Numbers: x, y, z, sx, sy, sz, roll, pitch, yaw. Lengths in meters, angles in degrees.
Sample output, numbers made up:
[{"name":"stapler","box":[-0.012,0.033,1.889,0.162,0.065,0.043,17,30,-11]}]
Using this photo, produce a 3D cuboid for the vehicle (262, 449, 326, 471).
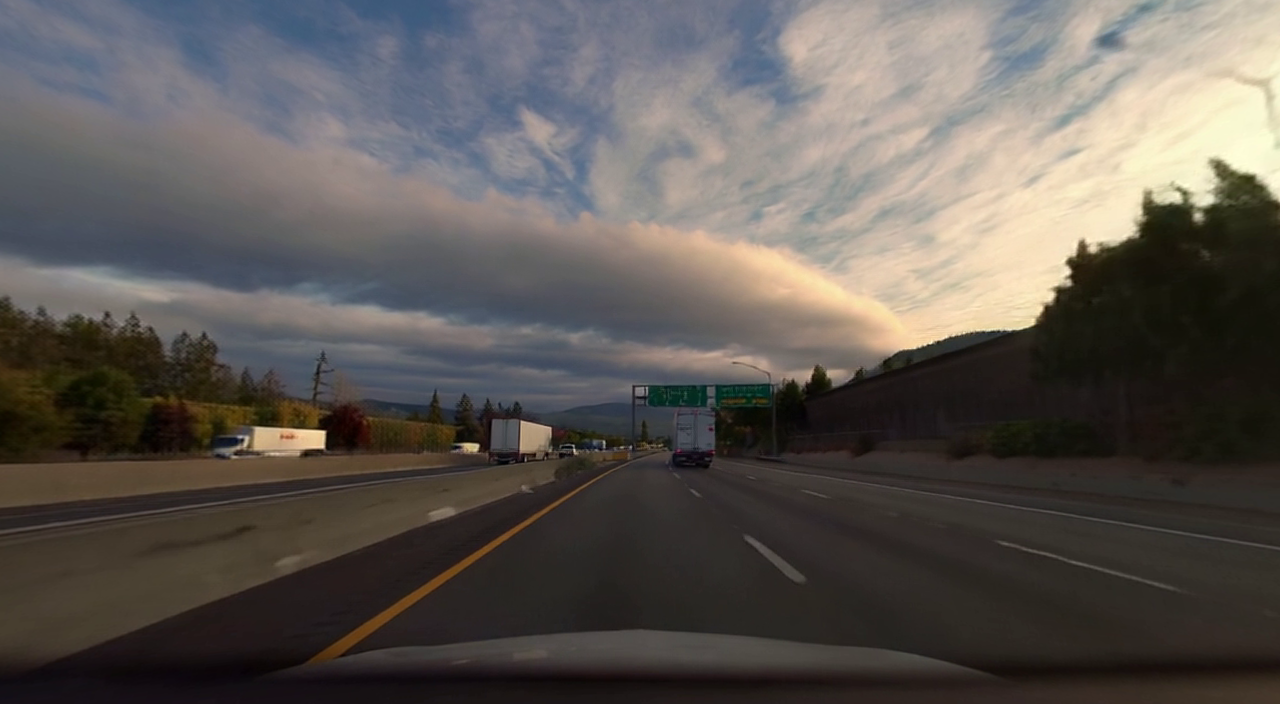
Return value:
[{"name":"vehicle","box":[-24.367,7.600,44.606,1.917,1.462,4.392,-1,-9,3]}]

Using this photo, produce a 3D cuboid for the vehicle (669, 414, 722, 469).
[{"name":"vehicle","box":[3.973,6.965,48.682,2.928,3.595,13.975,0,-9,0]}]

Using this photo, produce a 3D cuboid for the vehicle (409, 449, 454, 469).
[{"name":"vehicle","box":[-15.867,8.151,48.171,1.833,1.438,4.011,-1,-9,3]}]
